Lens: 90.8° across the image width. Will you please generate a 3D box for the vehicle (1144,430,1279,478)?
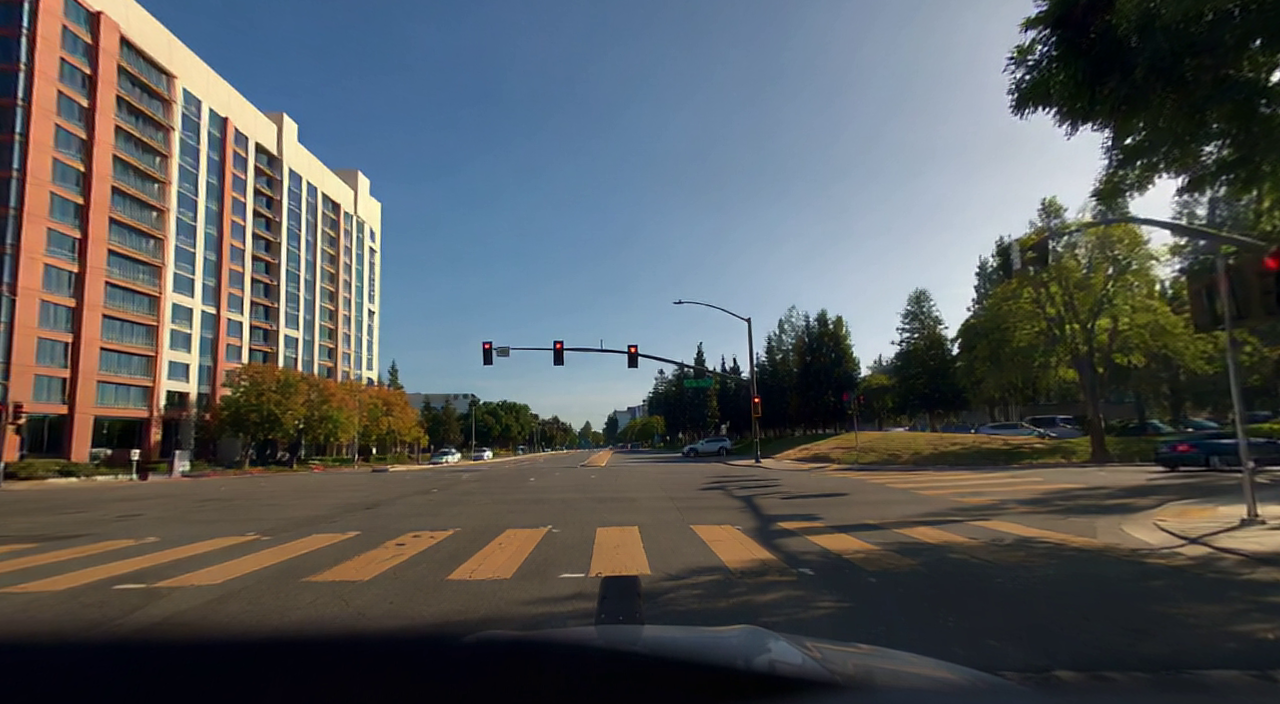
[{"bbox_3d":[23.925,4.071,25.330,5.357,1.814,2.141,-1,-8,5],"label":"vehicle"}]
